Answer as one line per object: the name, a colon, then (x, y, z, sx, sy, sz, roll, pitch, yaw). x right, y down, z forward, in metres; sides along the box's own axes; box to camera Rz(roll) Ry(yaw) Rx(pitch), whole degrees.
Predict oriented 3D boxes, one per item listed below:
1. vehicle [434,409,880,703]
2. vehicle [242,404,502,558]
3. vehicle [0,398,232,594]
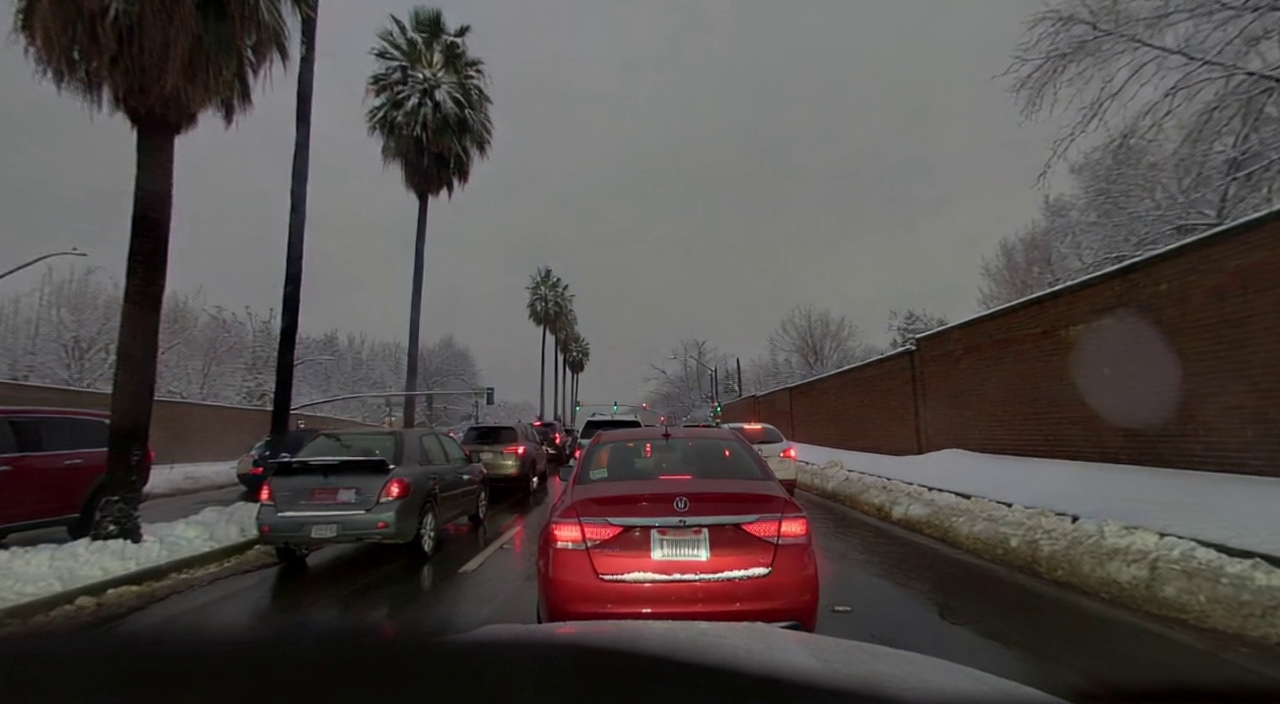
vehicle: (0.043, 1.334, 5.203, 2.128, 1.473, 4.272, 0, -8, -1)
vehicle: (-3.515, 1.775, 9.288, 2.055, 1.746, 4.136, 0, -8, -1)
vehicle: (-6.666, 1.400, 6.393, 1.963, 1.721, 4.662, 0, -8, -2)
